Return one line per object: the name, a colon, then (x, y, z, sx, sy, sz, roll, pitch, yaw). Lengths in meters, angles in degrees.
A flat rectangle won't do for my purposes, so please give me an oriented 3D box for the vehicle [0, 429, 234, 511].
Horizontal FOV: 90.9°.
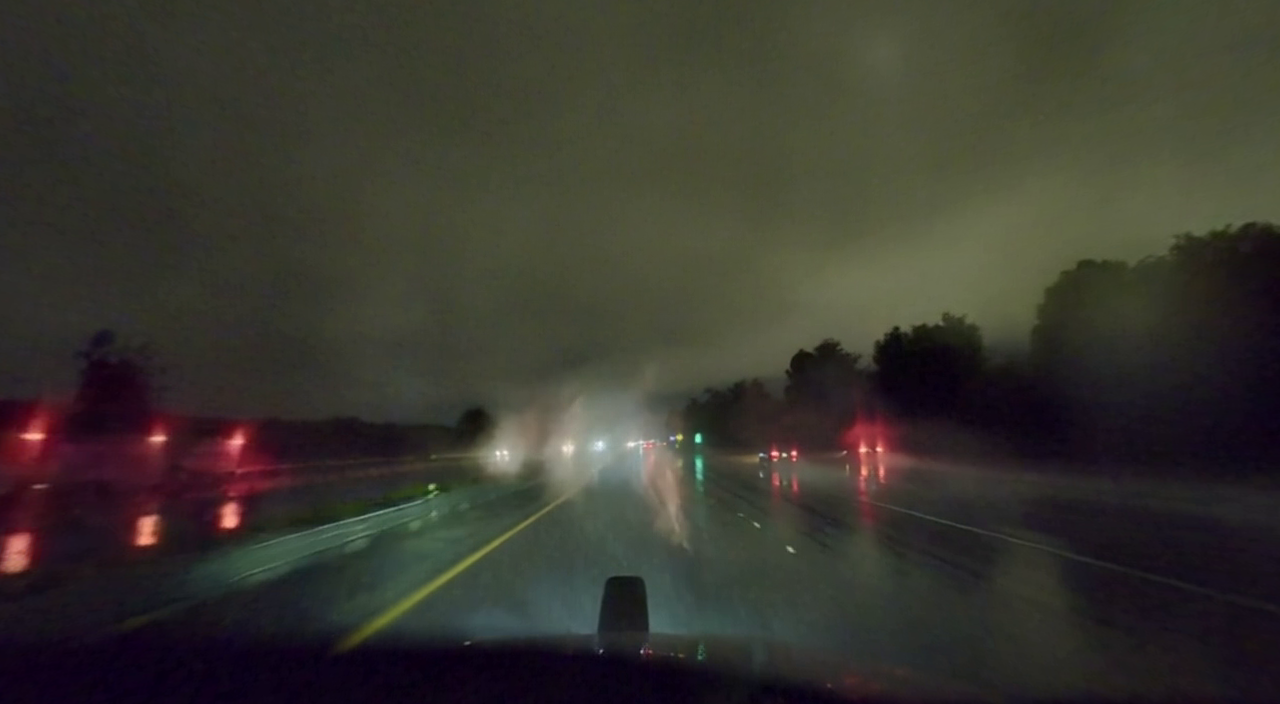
vehicle: (-33.087, 7.244, 40.605, 2.894, 4.165, 16.340, 0, -8, 0)
